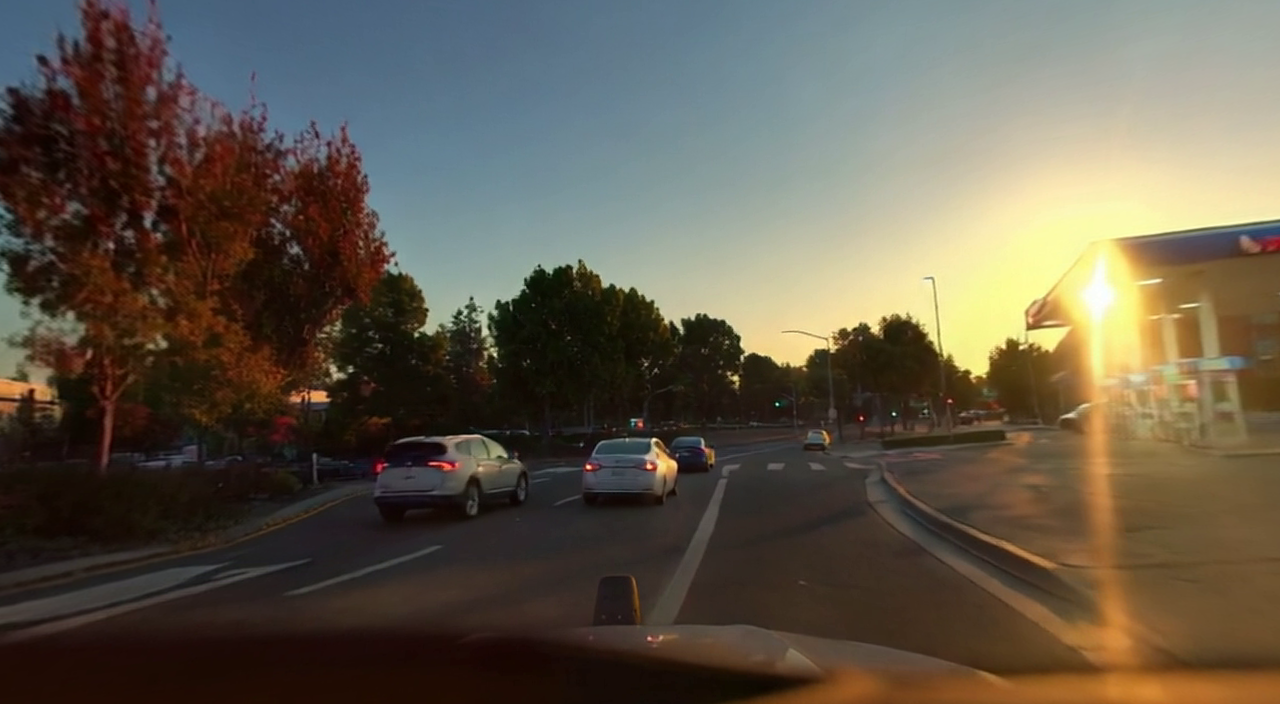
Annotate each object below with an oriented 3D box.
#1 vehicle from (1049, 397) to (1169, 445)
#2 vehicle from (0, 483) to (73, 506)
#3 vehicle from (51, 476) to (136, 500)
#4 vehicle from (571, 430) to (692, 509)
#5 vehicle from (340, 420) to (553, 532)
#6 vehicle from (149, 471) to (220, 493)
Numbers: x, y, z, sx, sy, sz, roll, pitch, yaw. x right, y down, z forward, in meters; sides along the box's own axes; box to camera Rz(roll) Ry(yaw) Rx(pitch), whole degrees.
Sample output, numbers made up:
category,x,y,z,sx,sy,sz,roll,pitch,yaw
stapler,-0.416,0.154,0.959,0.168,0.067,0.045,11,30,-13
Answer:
category,x,y,z,sx,sy,sz,roll,pitch,yaw
vehicle,23.824,3.633,32.360,2.322,2.152,5.668,-3,-9,8
vehicle,-45.914,10.814,47.910,1.603,1.398,3.616,-6,-10,22
vehicle,-38.025,9.459,43.834,4.384,1.490,2.031,-2,-10,10
vehicle,-0.040,2.696,14.862,2.060,1.580,3.980,-2,-9,11
vehicle,-3.519,2.375,12.675,2.102,1.774,4.662,-2,-9,11
vehicle,-36.058,10.300,49.877,4.507,1.533,1.999,-2,-9,14
